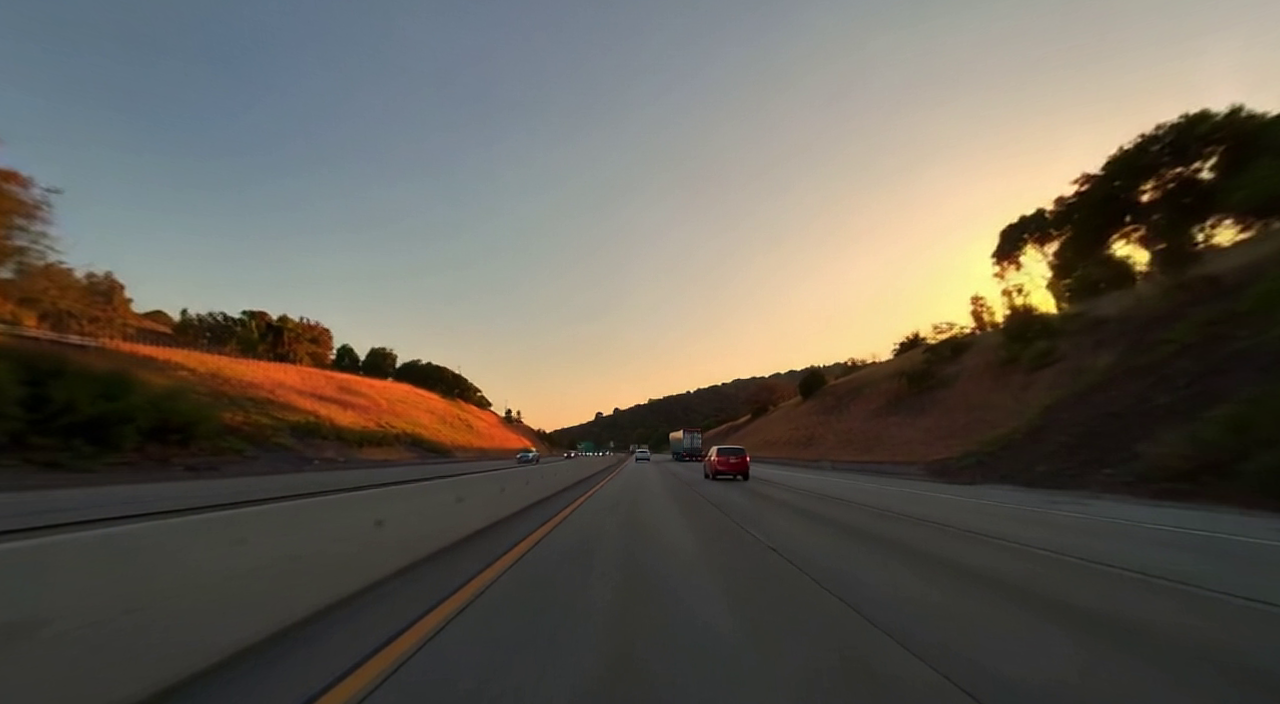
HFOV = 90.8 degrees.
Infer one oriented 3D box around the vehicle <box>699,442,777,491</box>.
[{"bbox_3d":[3.633,4.336,24.204,2.130,1.658,4.537,0,-9,-2],"label":"vehicle"}]
